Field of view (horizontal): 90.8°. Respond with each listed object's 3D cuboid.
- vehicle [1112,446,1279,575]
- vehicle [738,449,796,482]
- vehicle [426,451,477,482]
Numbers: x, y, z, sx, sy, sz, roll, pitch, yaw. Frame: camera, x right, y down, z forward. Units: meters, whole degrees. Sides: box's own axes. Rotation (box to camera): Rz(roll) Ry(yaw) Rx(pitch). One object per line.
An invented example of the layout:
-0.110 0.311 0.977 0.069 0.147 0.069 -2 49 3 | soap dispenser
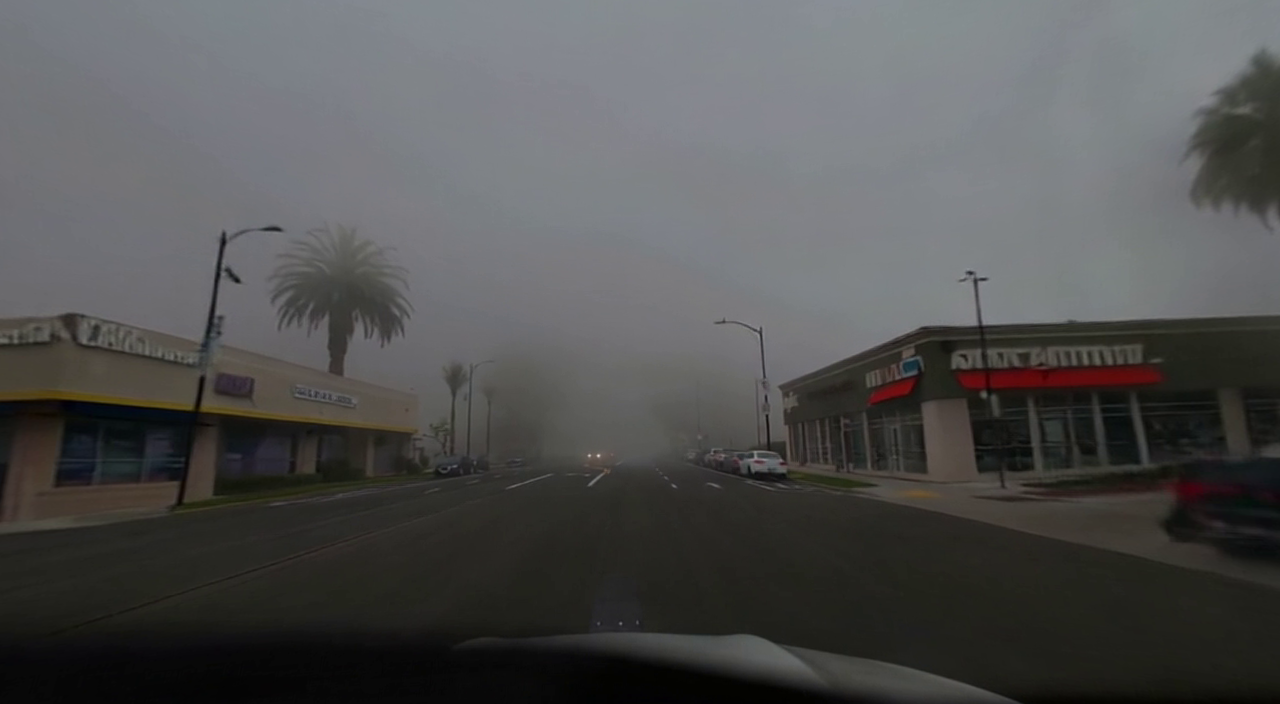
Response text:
8.787 2.150 9.382 2.067 1.477 4.653 -8 -12 44 | vehicle
6.364 5.701 32.136 1.840 1.503 4.760 0 -8 -1 | vehicle
-13.023 7.890 43.930 1.975 1.570 5.265 -8 -7 -3 | vehicle
